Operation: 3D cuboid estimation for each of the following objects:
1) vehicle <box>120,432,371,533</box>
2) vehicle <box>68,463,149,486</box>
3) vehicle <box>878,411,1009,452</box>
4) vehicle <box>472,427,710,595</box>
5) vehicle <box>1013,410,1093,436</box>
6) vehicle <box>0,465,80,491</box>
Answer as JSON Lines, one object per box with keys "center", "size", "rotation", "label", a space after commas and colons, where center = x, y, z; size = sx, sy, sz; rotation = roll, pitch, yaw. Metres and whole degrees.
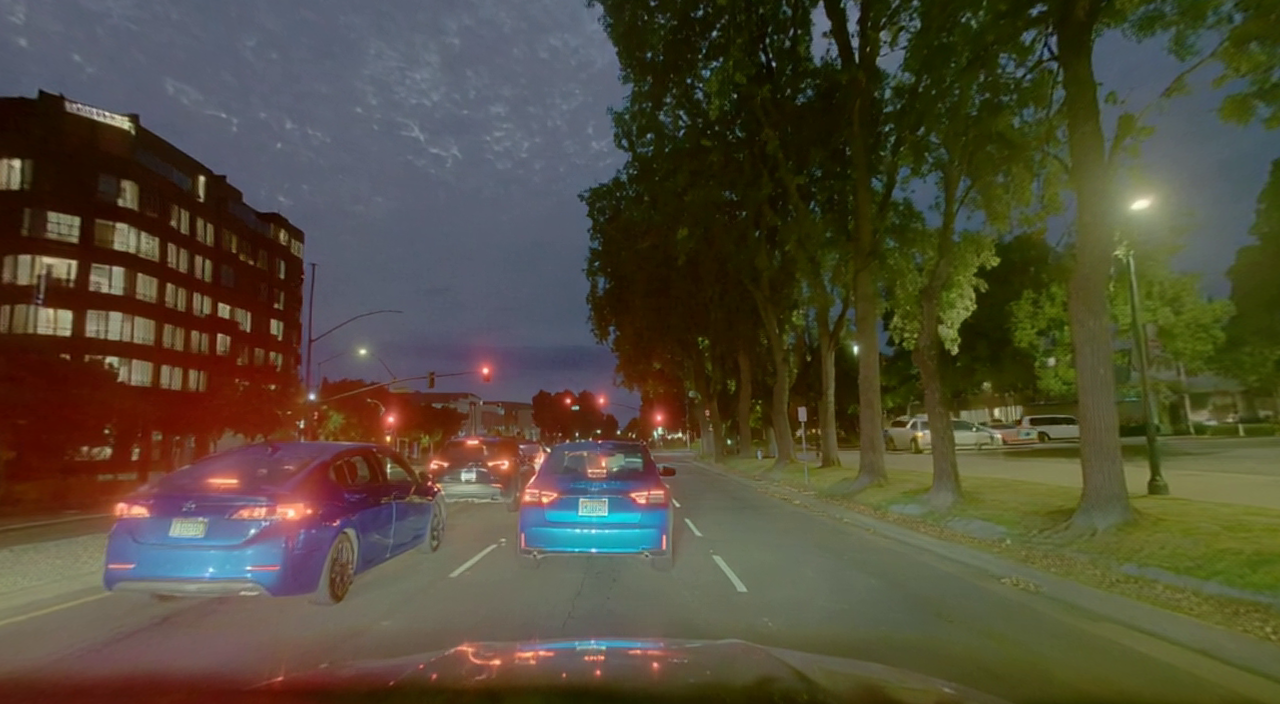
{"center": [-7.275, 2.431, 12.356], "size": [2.096, 1.593, 4.288], "rotation": [0, -9, 1], "label": "vehicle"}
{"center": [-36.376, 8.389, 43.295], "size": [3.918, 1.423, 1.861], "rotation": [0, -9, 1], "label": "vehicle"}
{"center": [13.922, 3.701, 29.227], "size": [4.975, 1.809, 1.956], "rotation": [0, -9, 1], "label": "vehicle"}
{"center": [-0.420, 1.712, 7.631], "size": [2.104, 1.472, 3.946], "rotation": [0, -9, 1], "label": "vehicle"}
{"center": [30.239, 5.259, 46.454], "size": [4.627, 1.671, 1.929], "rotation": [-5, -10, 28], "label": "vehicle"}
{"center": [-36.610, 7.555, 37.930], "size": [4.093, 1.440, 1.804], "rotation": [0, -9, -2], "label": "vehicle"}
